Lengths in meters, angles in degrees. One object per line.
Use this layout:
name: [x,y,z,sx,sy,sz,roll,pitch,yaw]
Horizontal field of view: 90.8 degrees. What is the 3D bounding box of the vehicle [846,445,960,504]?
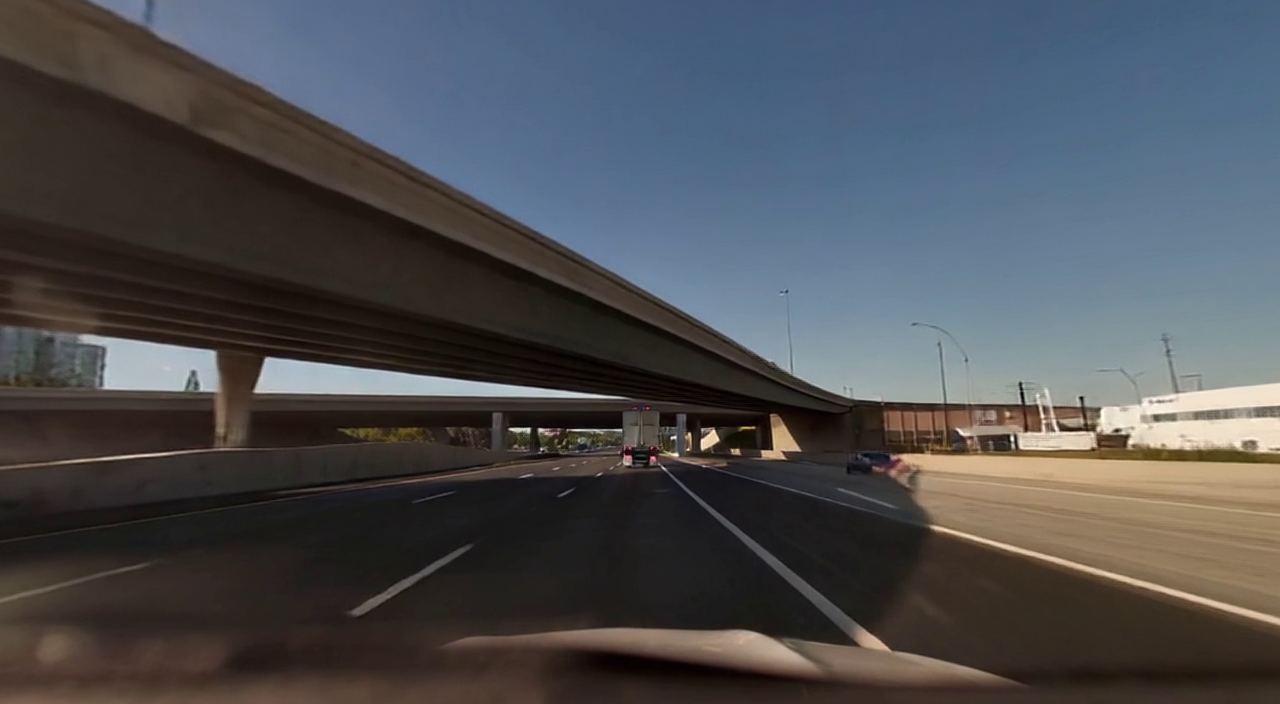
vehicle: [7.297,3.410,17.897,1.660,1.497,3.594,0,-9,1]
